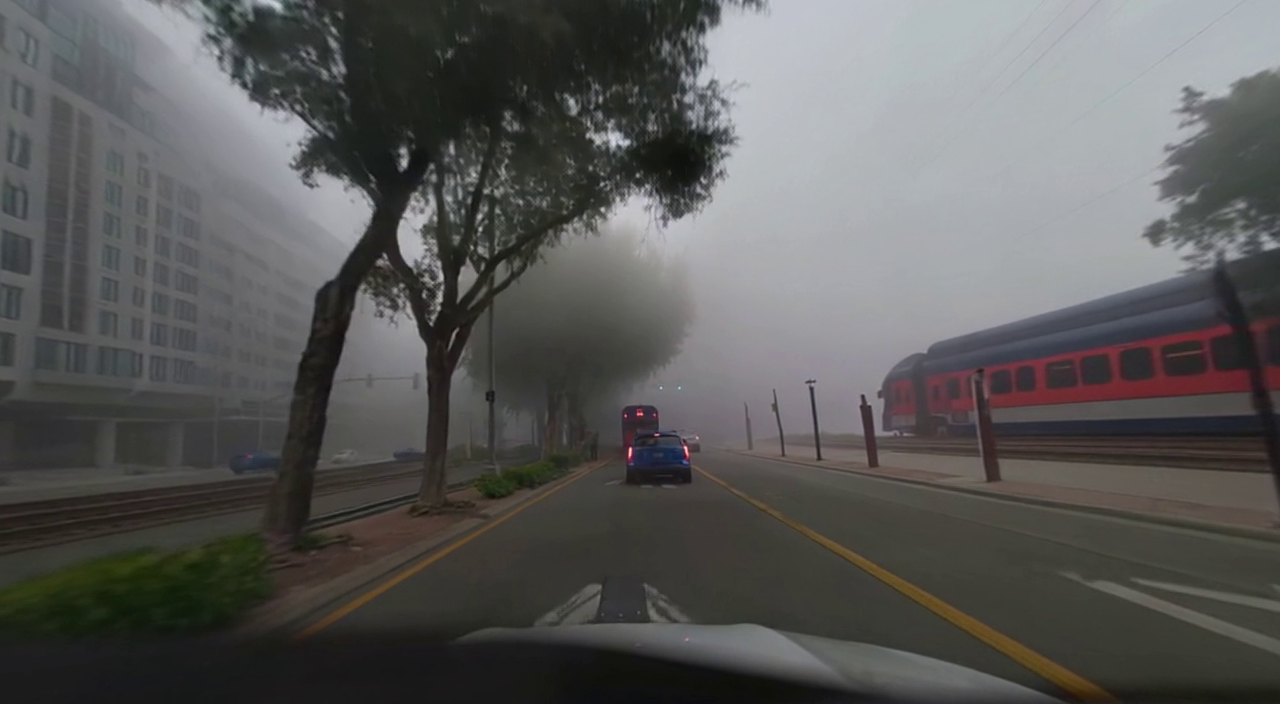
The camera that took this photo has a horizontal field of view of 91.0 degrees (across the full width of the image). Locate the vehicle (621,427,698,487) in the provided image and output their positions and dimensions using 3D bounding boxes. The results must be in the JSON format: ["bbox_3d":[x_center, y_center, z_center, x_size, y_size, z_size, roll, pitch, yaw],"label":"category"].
[{"bbox_3d":[0.524,3.269,19.862,2.190,1.684,4.084,0,-9,-1],"label":"vehicle"}]

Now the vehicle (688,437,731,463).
[{"bbox_3d":[4.072,5.849,37.540,1.916,1.466,4.529,0,-9,-1],"label":"vehicle"}]
